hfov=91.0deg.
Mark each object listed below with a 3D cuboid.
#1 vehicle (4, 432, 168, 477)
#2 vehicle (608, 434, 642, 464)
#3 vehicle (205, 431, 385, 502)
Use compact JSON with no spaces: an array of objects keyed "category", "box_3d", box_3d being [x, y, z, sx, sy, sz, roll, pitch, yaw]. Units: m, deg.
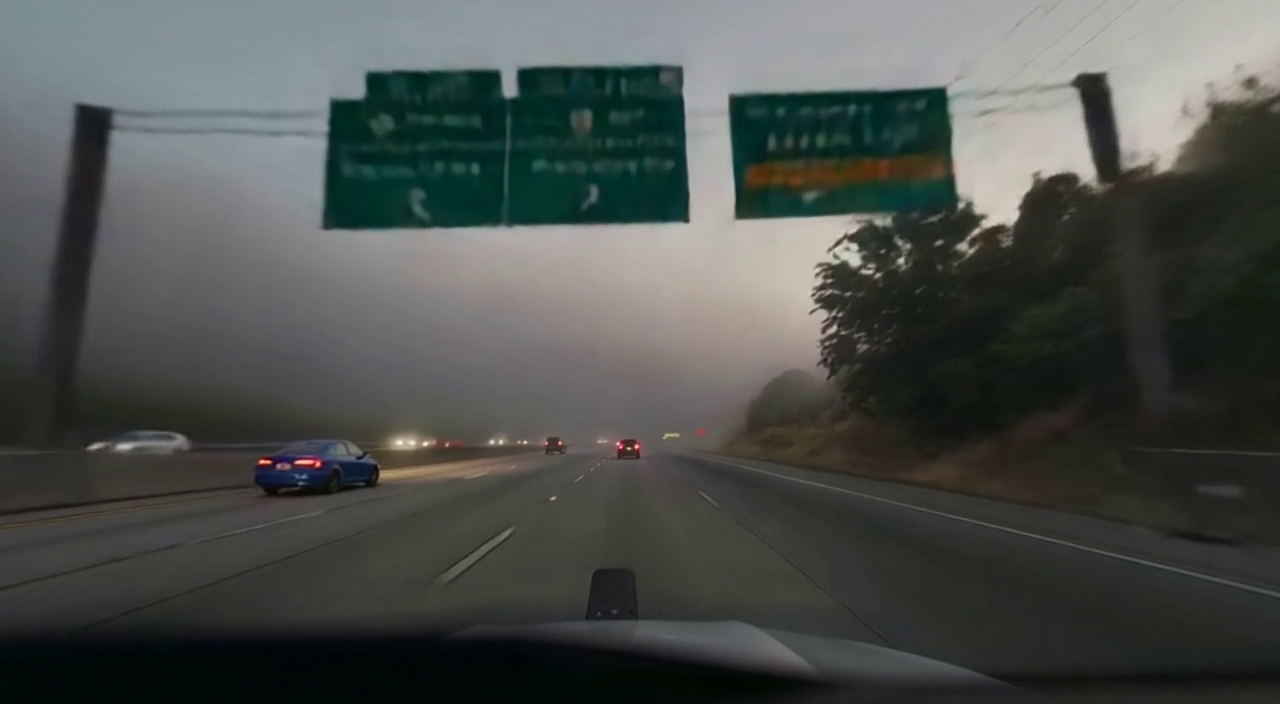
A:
[{"category":"vehicle","box_3d":[-20.025,3.715,23.087,1.892,1.454,4.599,0,-8,-1]},{"category":"vehicle","box_3d":[-0.925,6.033,39.264,2.040,1.715,3.906,0,-8,-1]},{"category":"vehicle","box_3d":[-8.230,2.750,15.584,2.047,1.486,4.306,0,-8,0]}]
